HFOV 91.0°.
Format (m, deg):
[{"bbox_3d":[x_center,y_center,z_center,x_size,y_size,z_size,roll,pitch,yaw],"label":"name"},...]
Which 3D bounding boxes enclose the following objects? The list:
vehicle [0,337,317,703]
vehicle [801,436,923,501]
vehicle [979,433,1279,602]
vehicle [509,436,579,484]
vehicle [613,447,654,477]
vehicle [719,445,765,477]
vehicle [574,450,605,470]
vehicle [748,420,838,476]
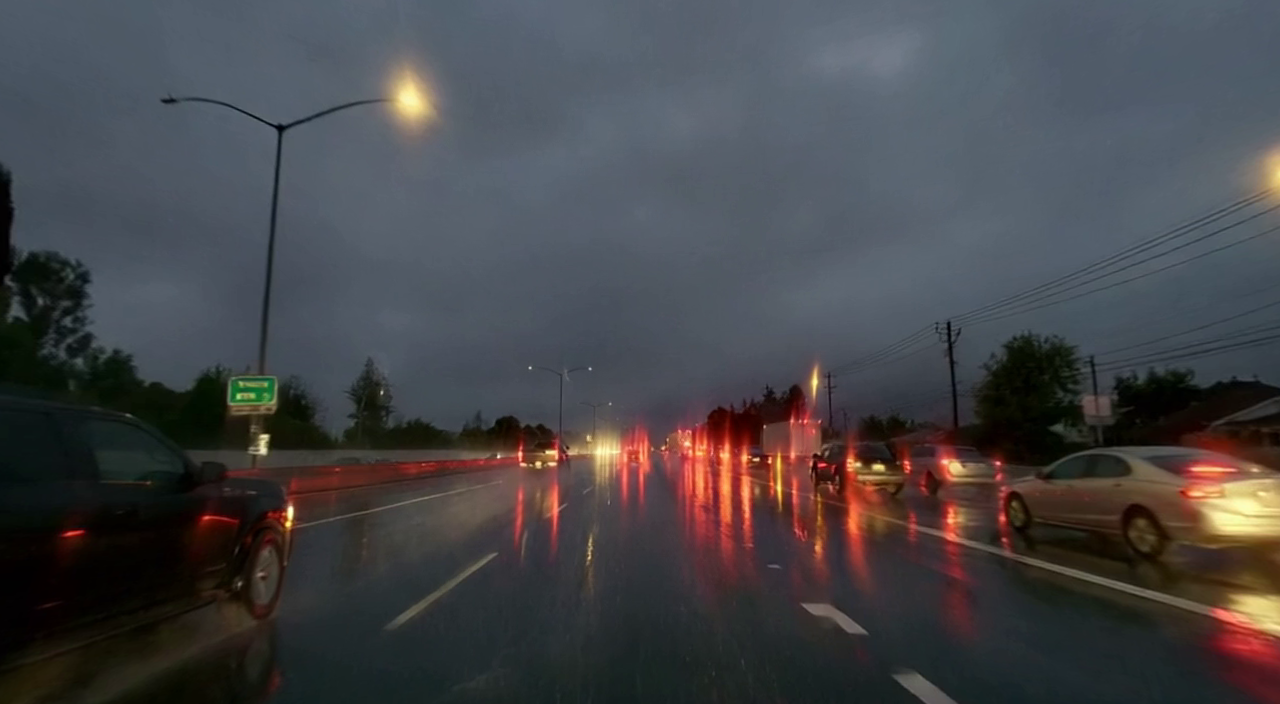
[{"bbox_3d":[-3.421,0.793,2.260,2.127,1.705,4.374,0,-9,1],"label":"vehicle"},{"bbox_3d":[6.374,3.374,18.668,2.058,1.667,4.209,0,-9,0],"label":"vehicle"},{"bbox_3d":[6.555,1.830,7.965,1.976,1.485,4.632,0,-9,0],"label":"vehicle"},{"bbox_3d":[-3.946,4.548,26.814,2.147,1.825,4.602,0,-9,1],"label":"vehicle"},{"bbox_3d":[-0.341,5.927,34.228,2.060,1.508,4.308,0,-9,0],"label":"vehicle"},{"bbox_3d":[5.311,5.722,33.300,1.956,1.576,4.211,0,-9,3],"label":"vehicle"},{"bbox_3d":[-3.854,8.325,48.757,1.984,1.406,4.030,0,-9,1],"label":"vehicle"},{"bbox_3d":[10.475,6.810,44.854,3.442,3.405,11.948,0,-9,0],"label":"vehicle"}]
